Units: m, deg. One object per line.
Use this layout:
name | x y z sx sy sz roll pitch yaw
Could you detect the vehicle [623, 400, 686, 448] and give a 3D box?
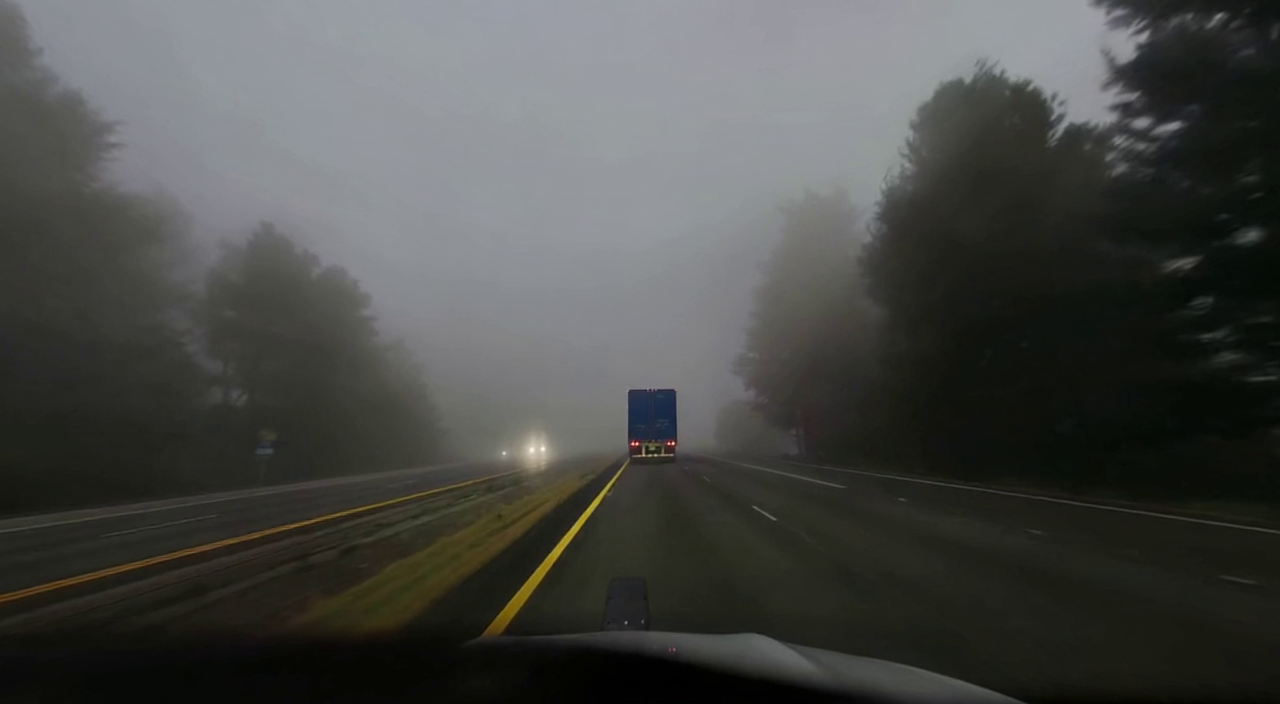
vehicle | 0.571 3.210 27.357 2.509 1.890 4.732 0 -8 0
